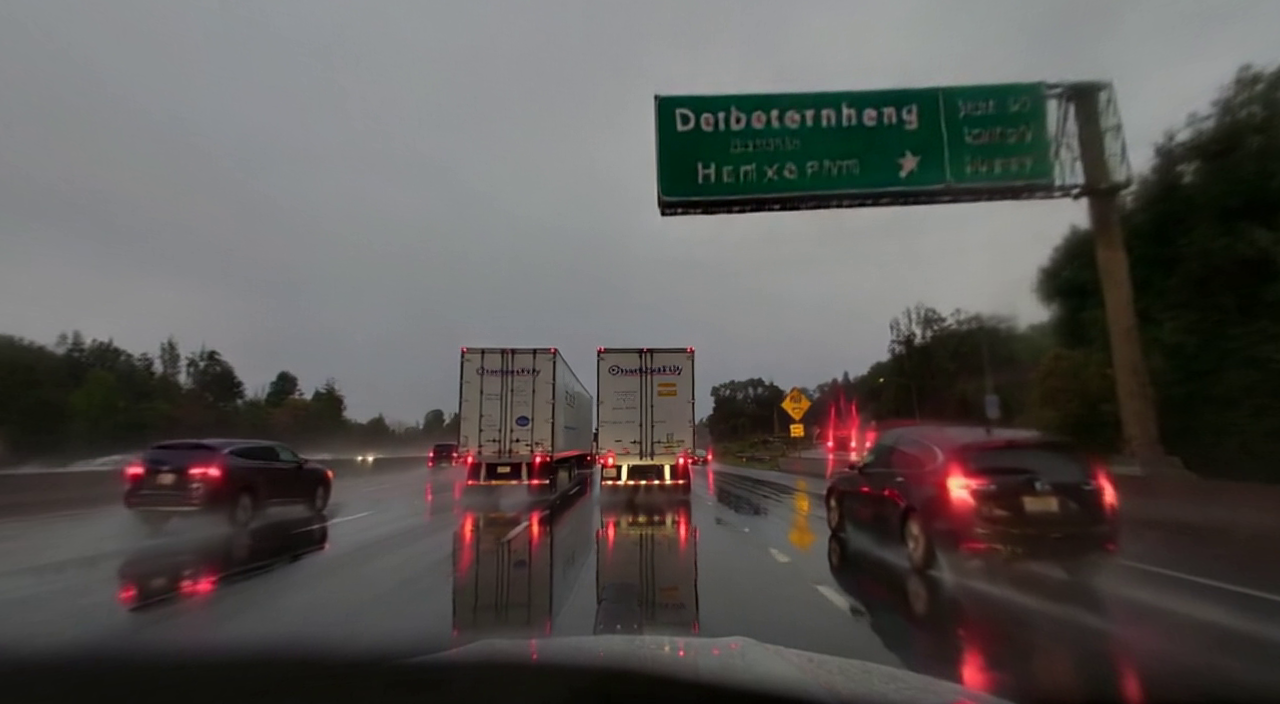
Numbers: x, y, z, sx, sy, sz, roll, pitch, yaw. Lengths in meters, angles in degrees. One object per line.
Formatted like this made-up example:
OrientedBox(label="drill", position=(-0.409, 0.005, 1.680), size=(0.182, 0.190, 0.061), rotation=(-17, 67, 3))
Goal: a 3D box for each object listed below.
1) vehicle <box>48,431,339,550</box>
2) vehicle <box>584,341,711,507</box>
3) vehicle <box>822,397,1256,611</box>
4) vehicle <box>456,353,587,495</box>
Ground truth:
OrientedBox(label="vehicle", position=(-7.536, 2.342, 11.408), size=(2.017, 1.694, 4.420), rotation=(0, -9, -1))
OrientedBox(label="vehicle", position=(0.051, 2.366, 19.549), size=(2.910, 3.828, 9.805), rotation=(0, -9, -1))
OrientedBox(label="vehicle", position=(4.002, 1.610, 7.647), size=(2.136, 1.753, 4.644), rotation=(0, -9, -1))
OrientedBox(label="vehicle", position=(-3.896, 2.913, 24.031), size=(2.888, 4.154, 10.960), rotation=(0, -9, 0))
